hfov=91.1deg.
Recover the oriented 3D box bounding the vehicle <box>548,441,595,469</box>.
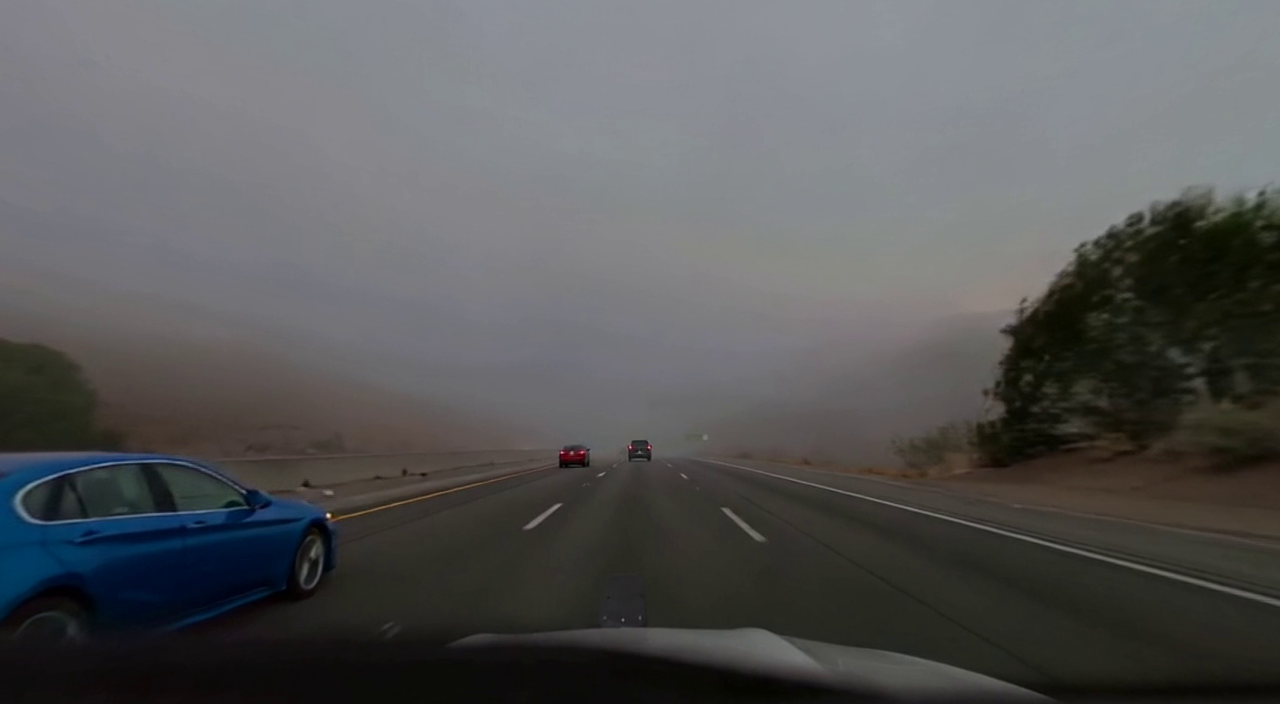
[{"bbox_3d":[-3.779,5.760,35.313,2.082,1.485,4.237,0,-8,1],"label":"vehicle"}]

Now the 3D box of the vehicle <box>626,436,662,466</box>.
[{"bbox_3d":[0.240,6.512,41.626,2.272,1.836,4.866,0,-8,0],"label":"vehicle"}]
